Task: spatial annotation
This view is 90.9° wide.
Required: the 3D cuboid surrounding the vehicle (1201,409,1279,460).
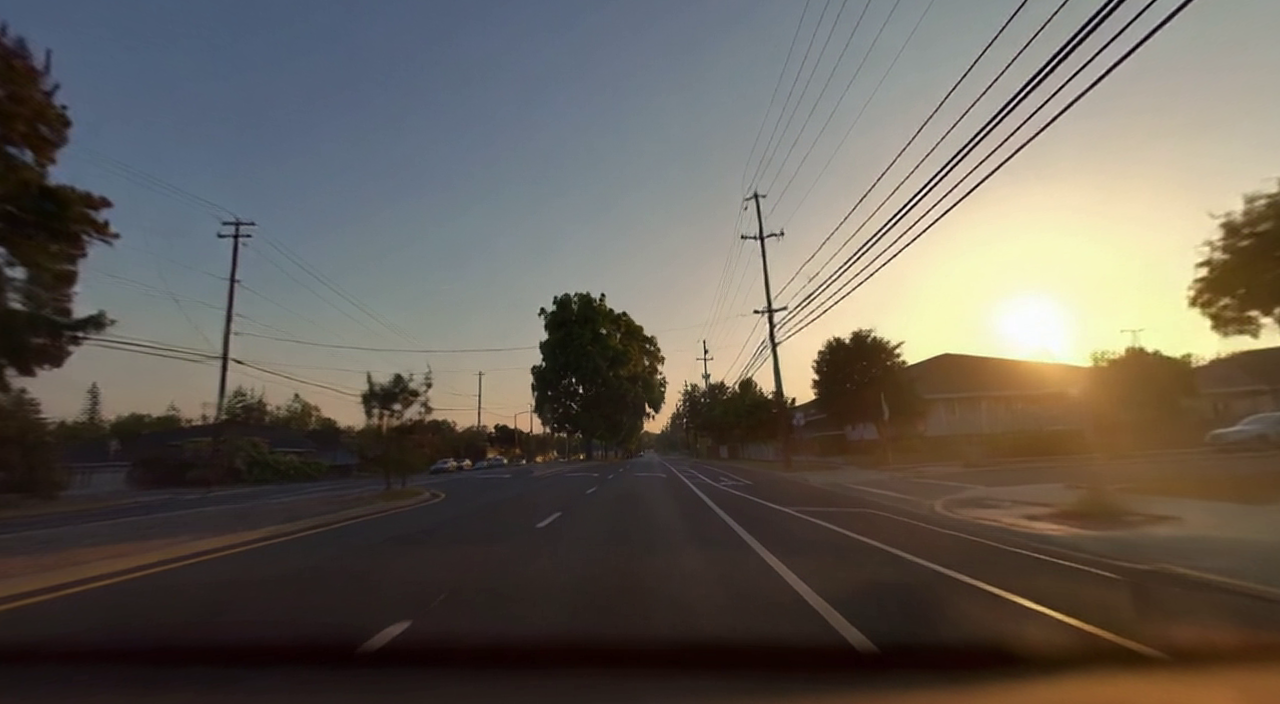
[{"bbox_3d":[26.610,3.493,26.431,2.009,2.044,4.571,0,-9,3],"label":"vehicle"}]
